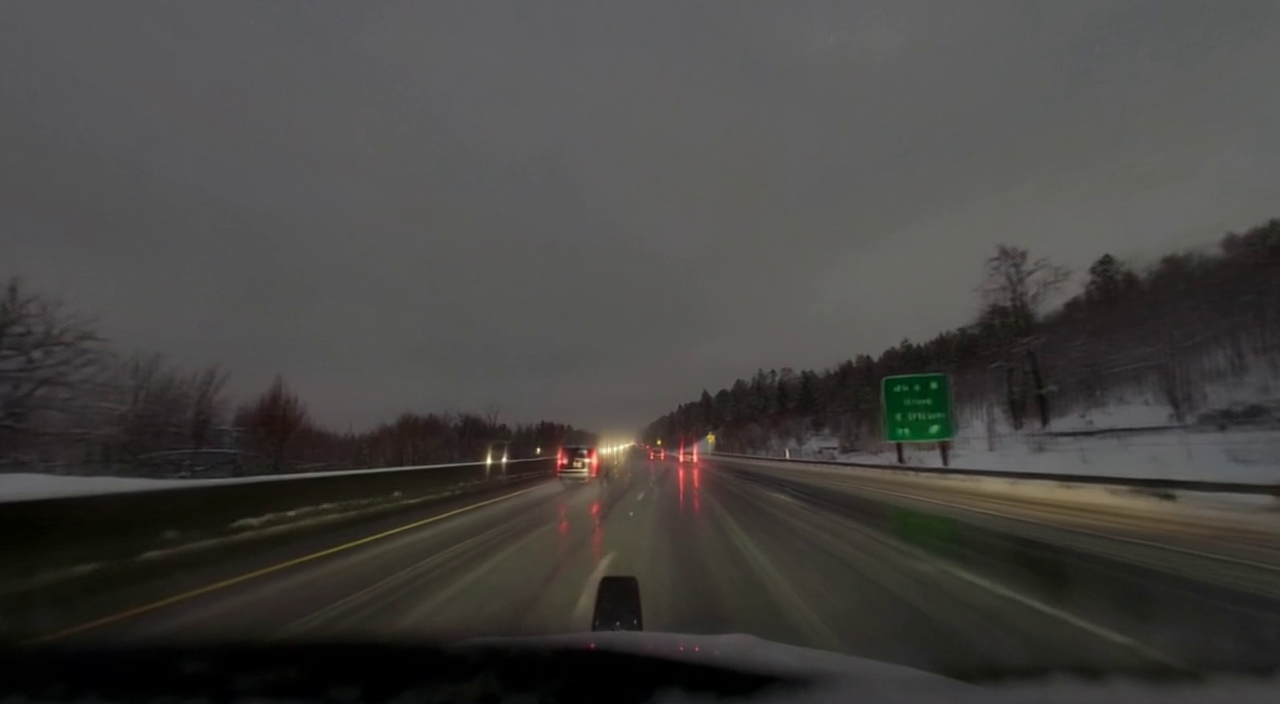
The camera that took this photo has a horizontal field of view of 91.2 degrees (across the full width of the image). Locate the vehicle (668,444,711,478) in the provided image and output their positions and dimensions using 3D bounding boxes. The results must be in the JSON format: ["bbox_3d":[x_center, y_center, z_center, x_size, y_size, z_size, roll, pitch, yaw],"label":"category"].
[{"bbox_3d":[2.615,5.574,32.358,1.969,1.595,3.964,-2,-9,8],"label":"vehicle"}]

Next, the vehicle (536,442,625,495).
[{"bbox_3d":[-1.896,3.884,21.365,2.084,1.594,4.219,-2,-9,8],"label":"vehicle"}]
